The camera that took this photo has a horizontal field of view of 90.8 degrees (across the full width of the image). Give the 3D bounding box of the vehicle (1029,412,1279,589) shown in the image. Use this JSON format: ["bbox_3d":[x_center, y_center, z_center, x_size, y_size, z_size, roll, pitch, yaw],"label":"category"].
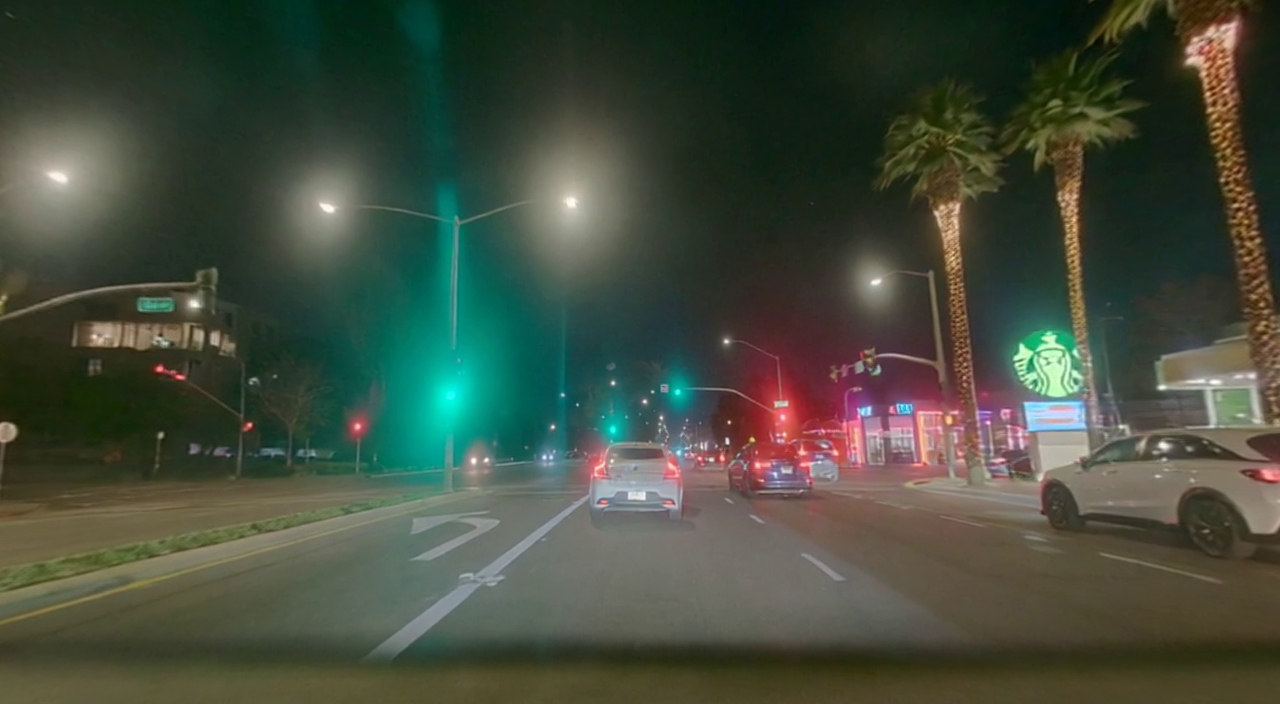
[{"bbox_3d":[7.056,1.658,7.680,1.940,1.674,4.085,0,-8,-1],"label":"vehicle"}]

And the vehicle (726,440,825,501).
[{"bbox_3d":[3.770,3.361,18.366,1.892,1.532,4.177,0,-8,-1],"label":"vehicle"}]

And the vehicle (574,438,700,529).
[{"bbox_3d":[-0.091,2.492,12.569,2.110,1.487,3.873,0,-8,-1],"label":"vehicle"}]
